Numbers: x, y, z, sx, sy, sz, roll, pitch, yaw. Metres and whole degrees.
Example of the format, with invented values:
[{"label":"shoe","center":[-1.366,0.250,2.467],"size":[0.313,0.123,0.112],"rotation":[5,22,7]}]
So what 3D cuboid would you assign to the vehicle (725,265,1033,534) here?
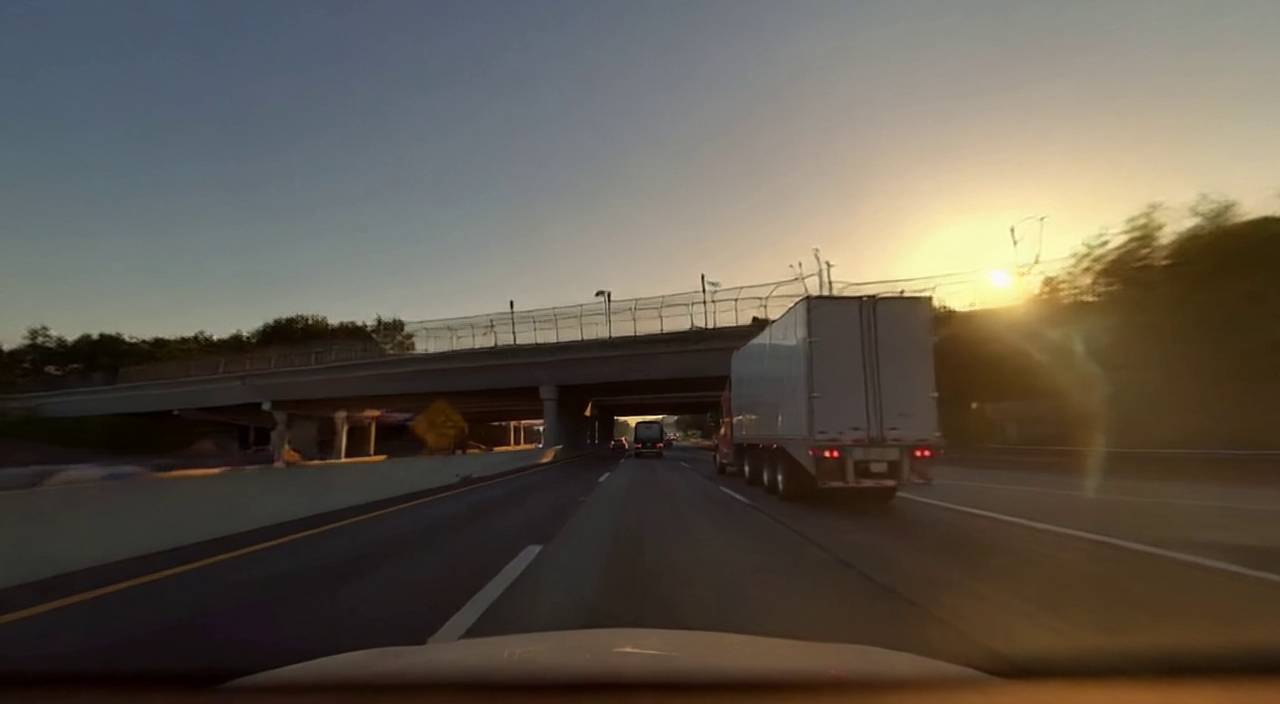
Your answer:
[{"label":"vehicle","center":[4.226,1.432,14.789],"size":[2.997,3.983,10.860],"rotation":[1,-8,0]}]

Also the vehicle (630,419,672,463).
[{"label":"vehicle","center":[0.682,5.779,40.828],"size":[2.481,2.618,6.314],"rotation":[-1,-8,1]}]
